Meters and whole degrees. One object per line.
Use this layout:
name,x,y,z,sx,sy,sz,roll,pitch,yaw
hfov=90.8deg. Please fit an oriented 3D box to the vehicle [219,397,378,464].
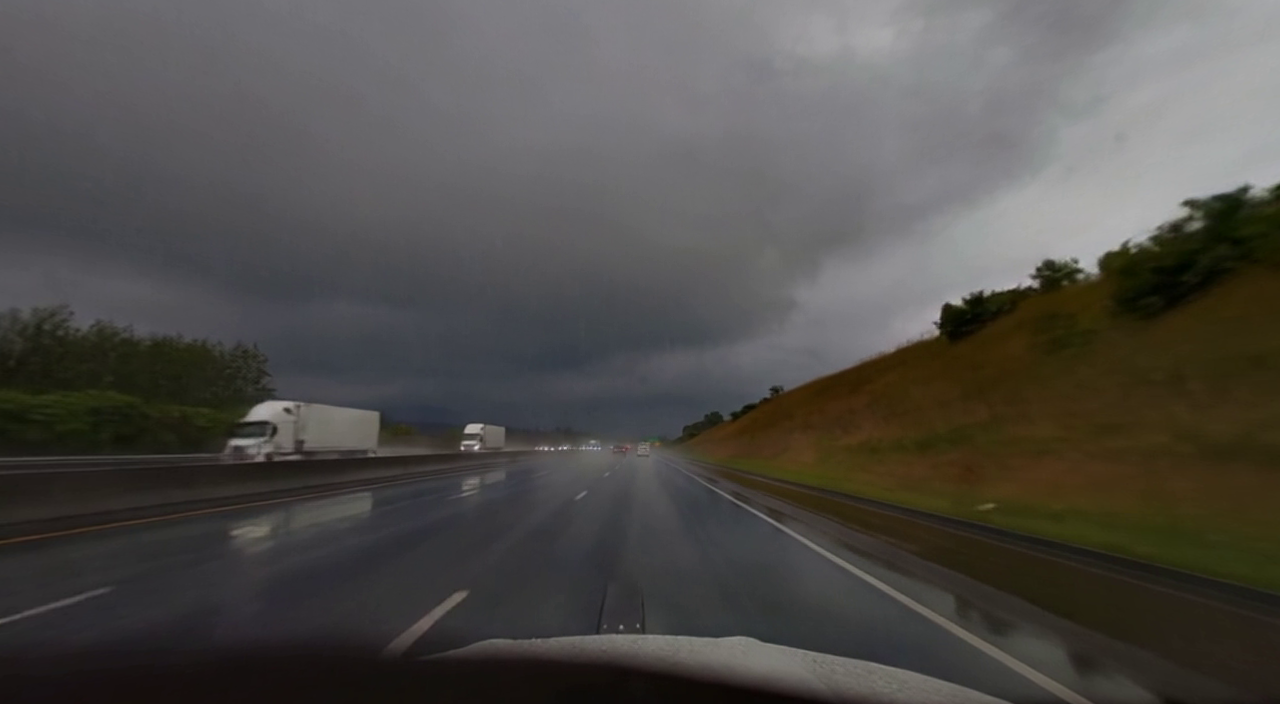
vehicle,-23.041,5.744,44.307,2.900,3.886,14.872,0,-9,0
